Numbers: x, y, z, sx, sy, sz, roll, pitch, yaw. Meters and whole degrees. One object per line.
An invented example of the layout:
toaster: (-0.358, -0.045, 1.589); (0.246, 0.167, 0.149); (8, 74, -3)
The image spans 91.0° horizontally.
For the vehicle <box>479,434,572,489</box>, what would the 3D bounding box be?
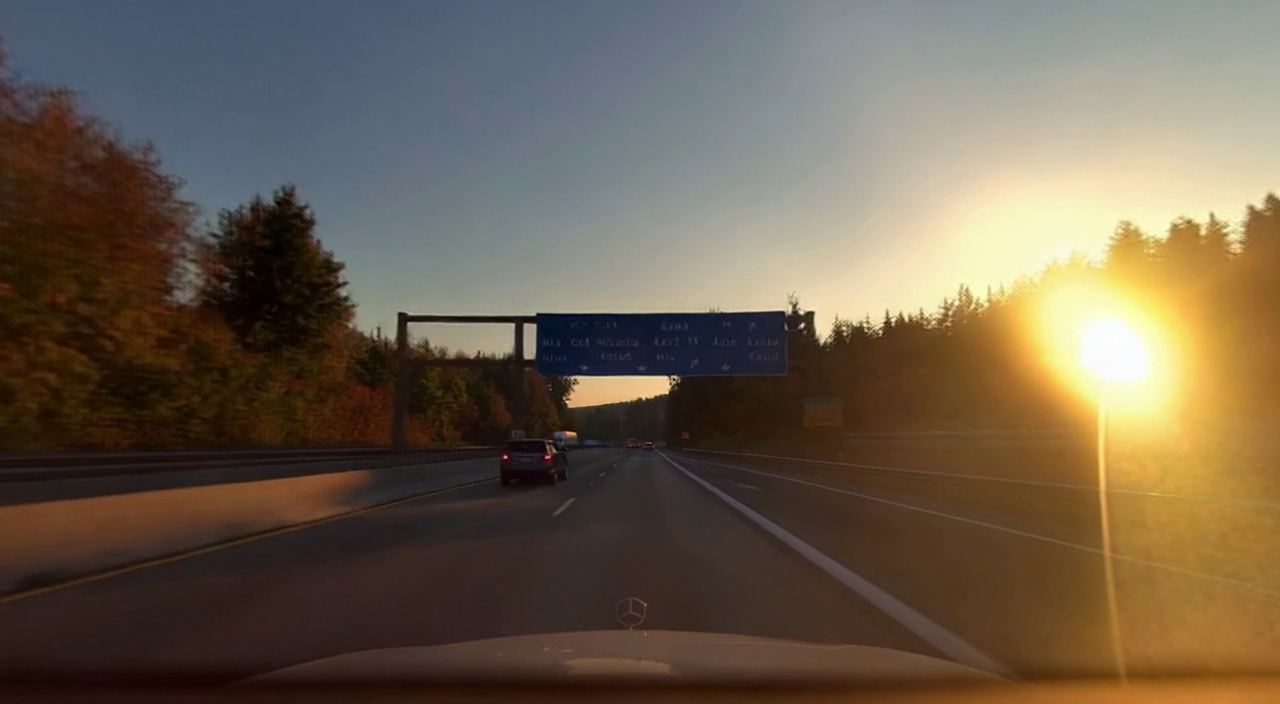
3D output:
vehicle: (-3.483, 3.395, 19.932); (2.051, 1.531, 4.250); (0, -8, 1)
